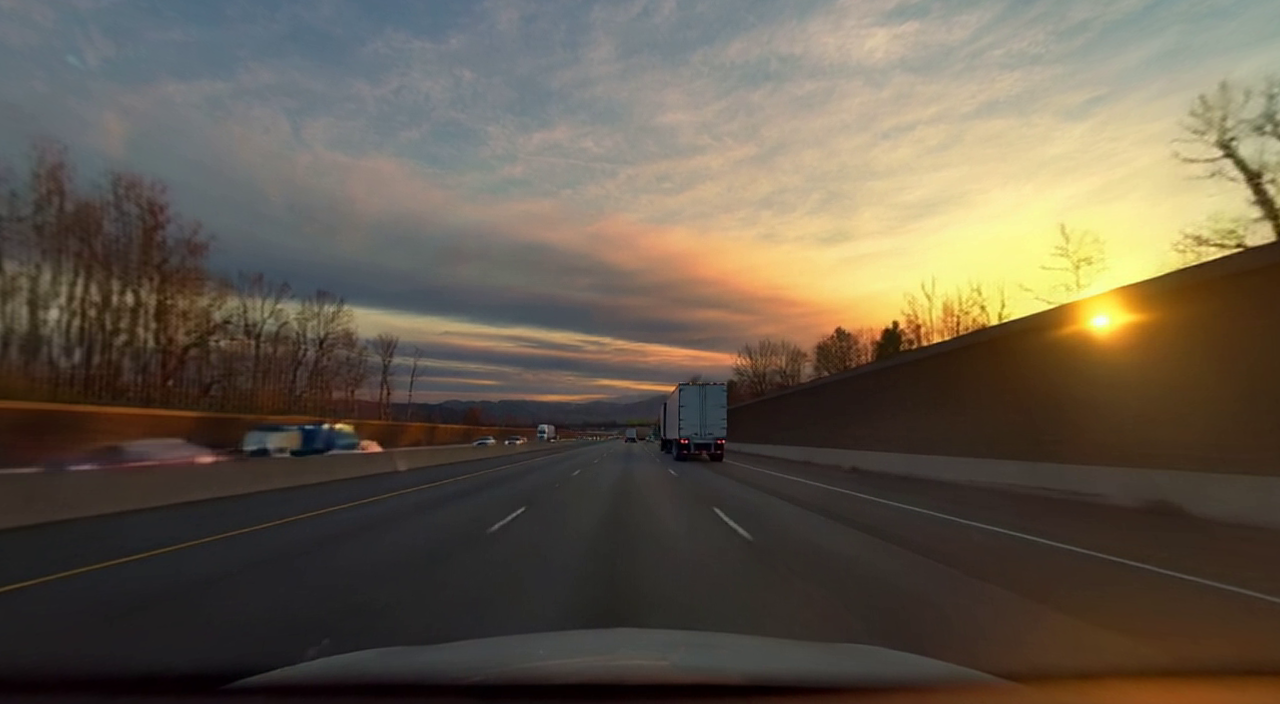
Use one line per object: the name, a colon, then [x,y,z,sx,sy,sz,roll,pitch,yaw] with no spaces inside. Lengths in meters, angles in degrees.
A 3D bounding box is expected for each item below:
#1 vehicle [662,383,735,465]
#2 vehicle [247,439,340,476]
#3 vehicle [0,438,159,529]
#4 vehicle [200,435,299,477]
vehicle: [3.277,4.678,39.845,2.979,4.161,15.508,1,-7,-1]
vehicle: [-16.249,4.945,29.771,1.972,1.595,4.326,0,-8,0]
vehicle: [-11.750,2.420,12.037,1.864,1.515,4.052,0,-8,-1]
vehicle: [-19.707,5.226,32.017,2.019,1.935,4.778,0,-8,-1]
